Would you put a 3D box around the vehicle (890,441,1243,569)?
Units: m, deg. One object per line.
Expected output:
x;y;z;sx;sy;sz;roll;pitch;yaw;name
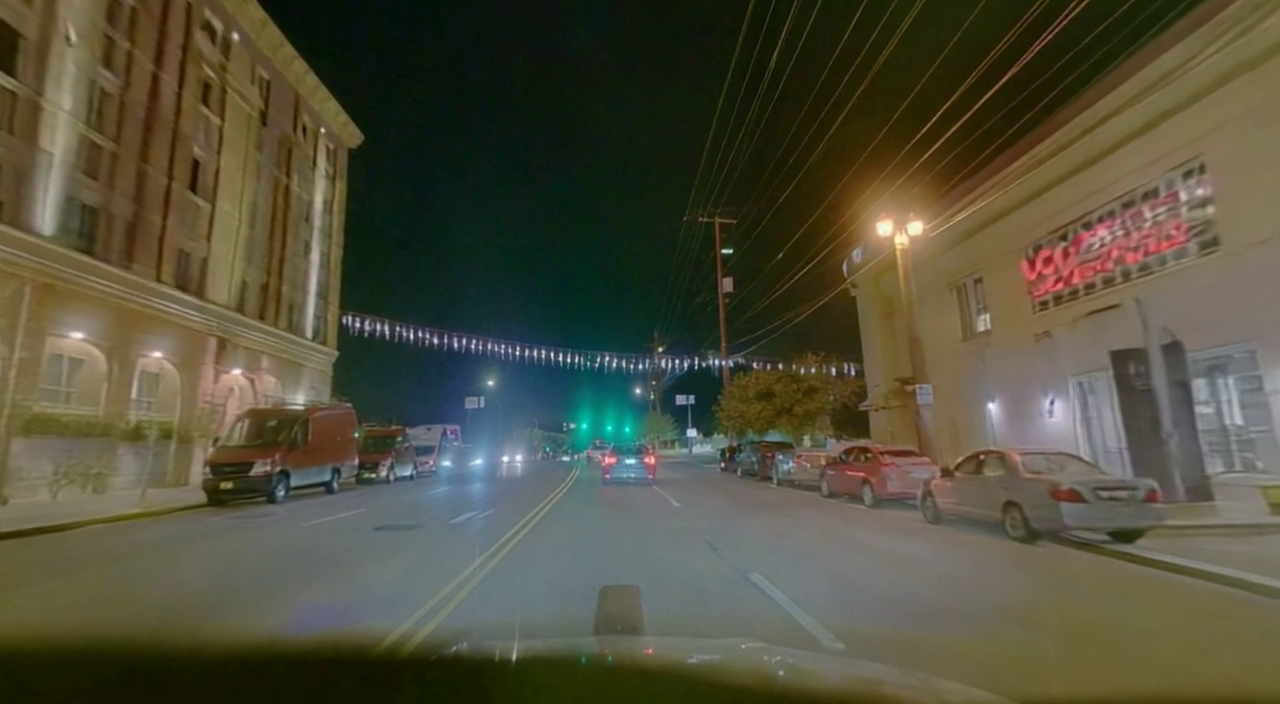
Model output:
5.819;2.087;9.527;1.921;1.430;4.455;1;-9;-6;vehicle

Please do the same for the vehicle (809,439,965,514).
5.552;2.823;14.816;1.943;1.507;3.816;0;-9;-3;vehicle

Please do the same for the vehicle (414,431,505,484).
-7.196;4.263;25.775;2.456;1.935;4.769;0;-9;-2;vehicle

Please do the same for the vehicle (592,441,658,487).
-0.612;3.951;22.613;2.112;1.464;4.411;0;-9;-3;vehicle

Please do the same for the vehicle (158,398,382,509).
-10.080;2.879;18.263;2.964;2.597;6.437;0;-9;-5;vehicle

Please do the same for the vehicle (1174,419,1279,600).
6.646;1.180;4.274;1.786;1.551;4.471;1;-9;-8;vehicle
